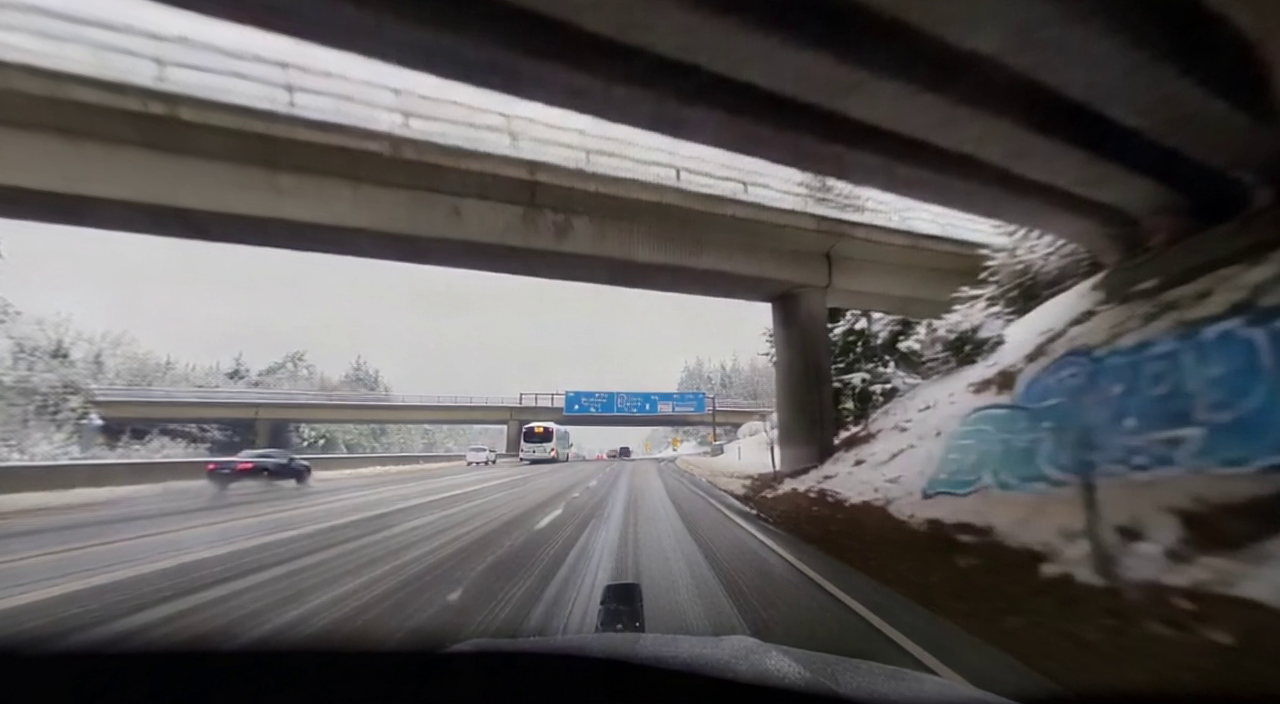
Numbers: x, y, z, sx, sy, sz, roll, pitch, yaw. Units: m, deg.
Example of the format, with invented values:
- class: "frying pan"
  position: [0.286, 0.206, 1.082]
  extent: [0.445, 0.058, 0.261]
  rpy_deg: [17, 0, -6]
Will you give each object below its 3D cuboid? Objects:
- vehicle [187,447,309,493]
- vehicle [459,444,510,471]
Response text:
- class: "vehicle"
  position: [-13.881, 4.152, 22.645]
  extent: [1.878, 1.470, 3.825]
  rpy_deg: [0, -8, 0]
- class: "vehicle"
  position: [-9.671, 6.597, 39.656]
  extent: [1.979, 1.600, 4.516]
  rpy_deg: [0, -8, 1]
